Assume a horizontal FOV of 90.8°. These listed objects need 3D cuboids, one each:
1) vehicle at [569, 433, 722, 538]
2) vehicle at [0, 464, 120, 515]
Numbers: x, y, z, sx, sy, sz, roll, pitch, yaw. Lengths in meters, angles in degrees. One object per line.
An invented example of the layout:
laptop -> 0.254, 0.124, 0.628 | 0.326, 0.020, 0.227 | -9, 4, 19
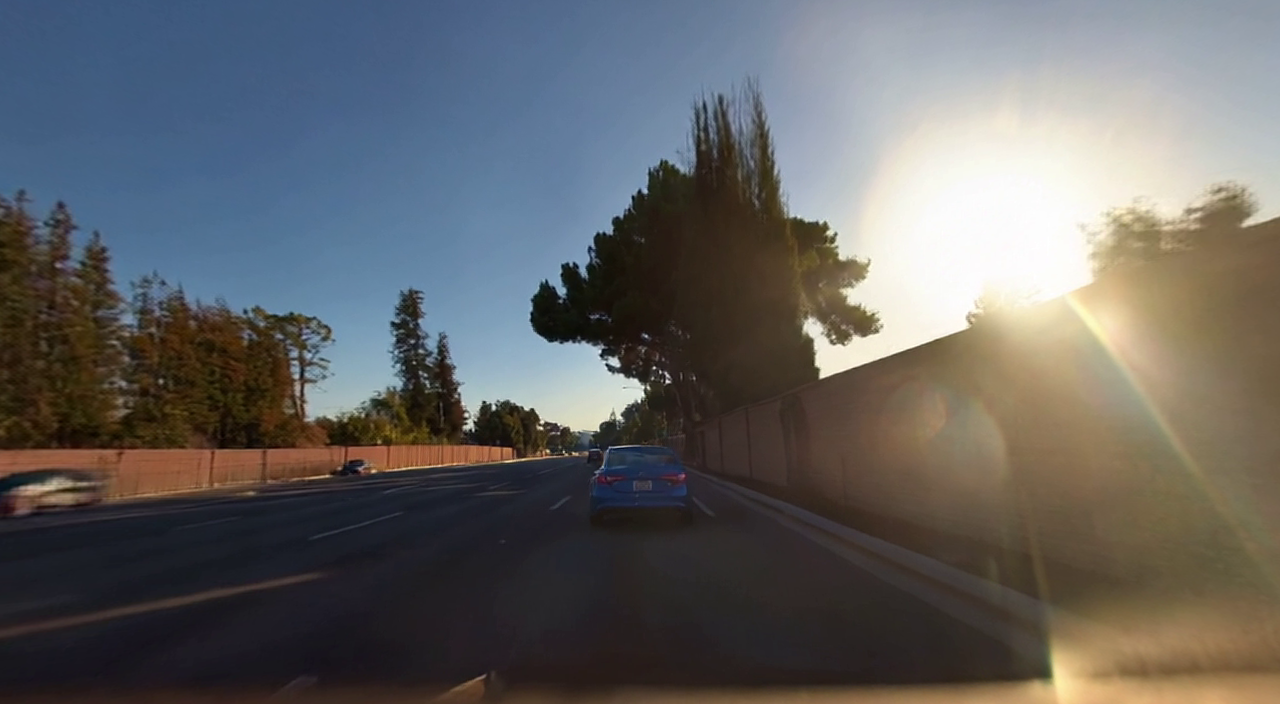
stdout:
vehicle -> 0.068, 2.253, 11.330 | 2.205, 1.509, 4.272 | 0, -8, 0
vehicle -> -21.530, 4.808, 22.525 | 1.950, 1.485, 4.711 | 0, -8, 0
